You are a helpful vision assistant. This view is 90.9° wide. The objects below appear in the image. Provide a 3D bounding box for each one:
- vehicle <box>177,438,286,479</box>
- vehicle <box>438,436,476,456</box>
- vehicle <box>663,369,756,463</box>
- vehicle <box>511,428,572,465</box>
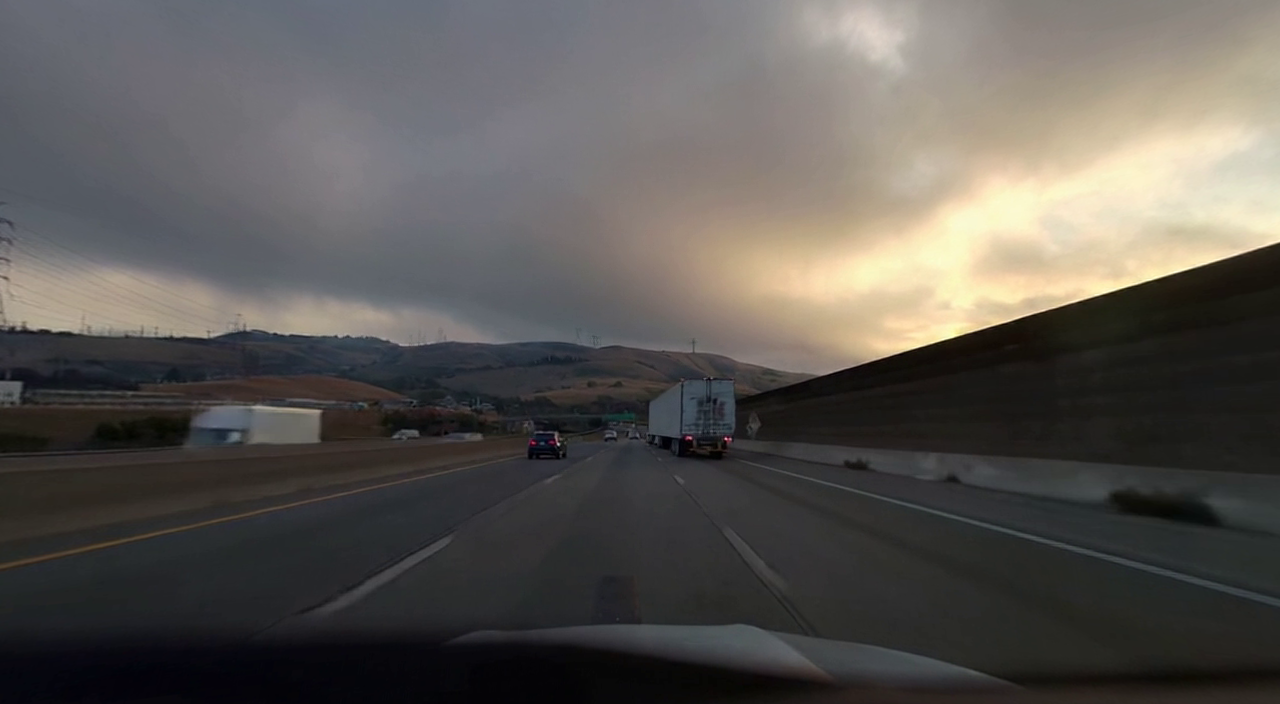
[{"bbox_3d":[-15.860,4.119,24.735,1.716,1.396,3.946,0,-7,-2],"label":"vehicle"},{"bbox_3d":[-12.097,6.214,41.827,1.590,1.306,3.344,0,-8,-1],"label":"vehicle"},{"bbox_3d":[3.075,3.363,31.525,3.060,3.842,11.095,0,-8,-2],"label":"vehicle"},{"bbox_3d":[-4.246,4.153,27.875,1.965,1.486,4.448,0,-8,0],"label":"vehicle"}]
